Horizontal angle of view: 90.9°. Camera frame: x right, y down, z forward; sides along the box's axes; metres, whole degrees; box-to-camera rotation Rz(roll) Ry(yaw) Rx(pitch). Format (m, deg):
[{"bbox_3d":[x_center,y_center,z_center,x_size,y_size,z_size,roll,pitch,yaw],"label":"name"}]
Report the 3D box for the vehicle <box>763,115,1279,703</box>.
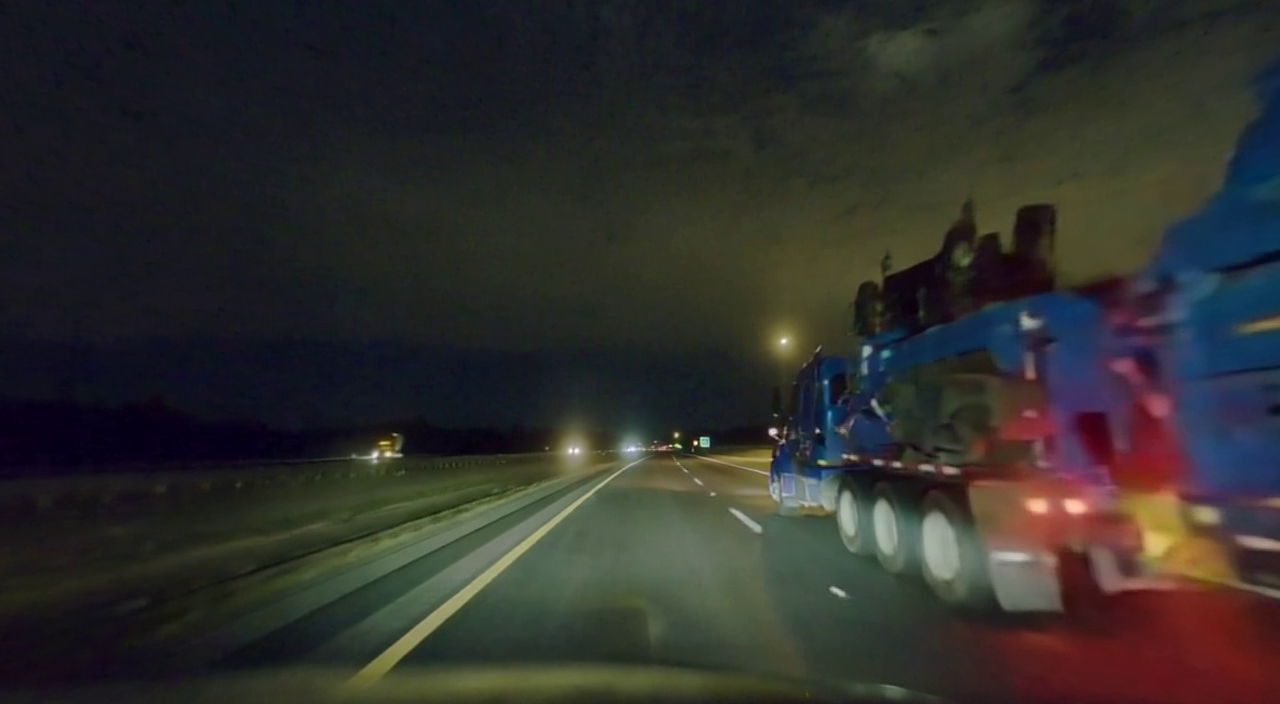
[{"bbox_3d":[3.978,0.957,7.447,3.342,2.931,9.266,0,-8,1],"label":"vehicle"}]
